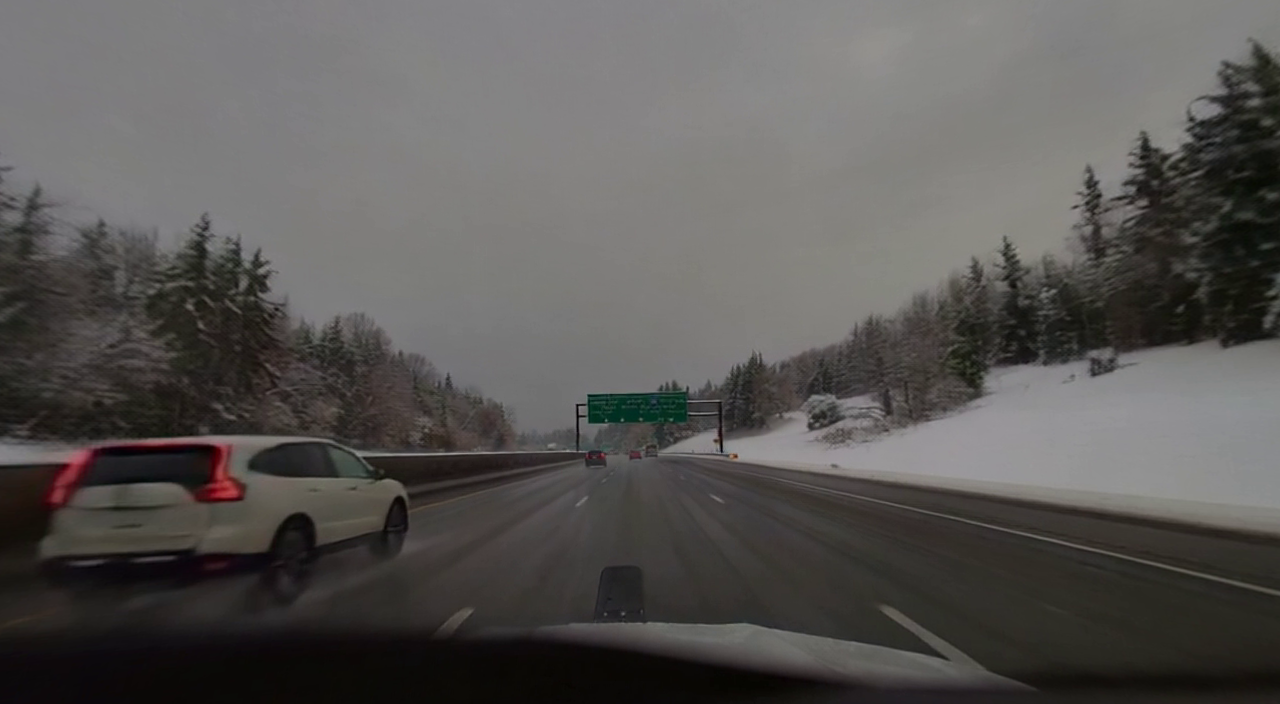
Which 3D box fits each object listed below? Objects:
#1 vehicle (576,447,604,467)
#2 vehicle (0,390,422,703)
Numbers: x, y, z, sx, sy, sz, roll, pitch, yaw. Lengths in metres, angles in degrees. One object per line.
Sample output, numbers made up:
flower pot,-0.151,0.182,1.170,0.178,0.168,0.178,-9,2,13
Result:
vehicle,-3.802,8.053,48.467,1.918,1.510,4.006,0,-9,-1
vehicle,-3.608,1.312,5.142,2.028,1.584,4.481,0,-9,0
